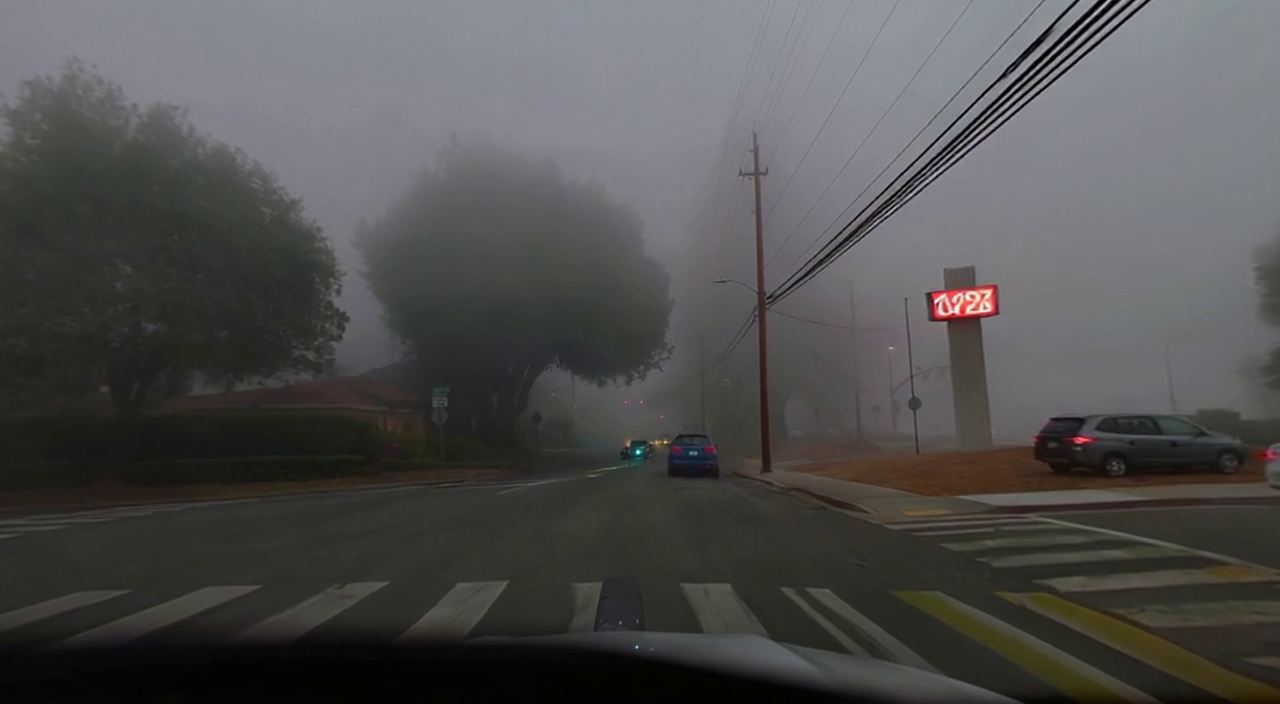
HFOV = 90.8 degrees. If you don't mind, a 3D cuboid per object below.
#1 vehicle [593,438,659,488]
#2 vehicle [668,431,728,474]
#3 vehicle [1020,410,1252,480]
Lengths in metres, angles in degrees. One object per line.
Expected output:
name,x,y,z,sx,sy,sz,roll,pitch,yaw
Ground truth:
vehicle,-0.546,3.540,20.462,1.874,1.427,3.976,0,-8,-5
vehicle,2.710,4.886,30.976,2.553,1.868,5.536,0,-8,2
vehicle,13.343,2.537,17.269,4.518,1.764,2.014,-1,-9,2
